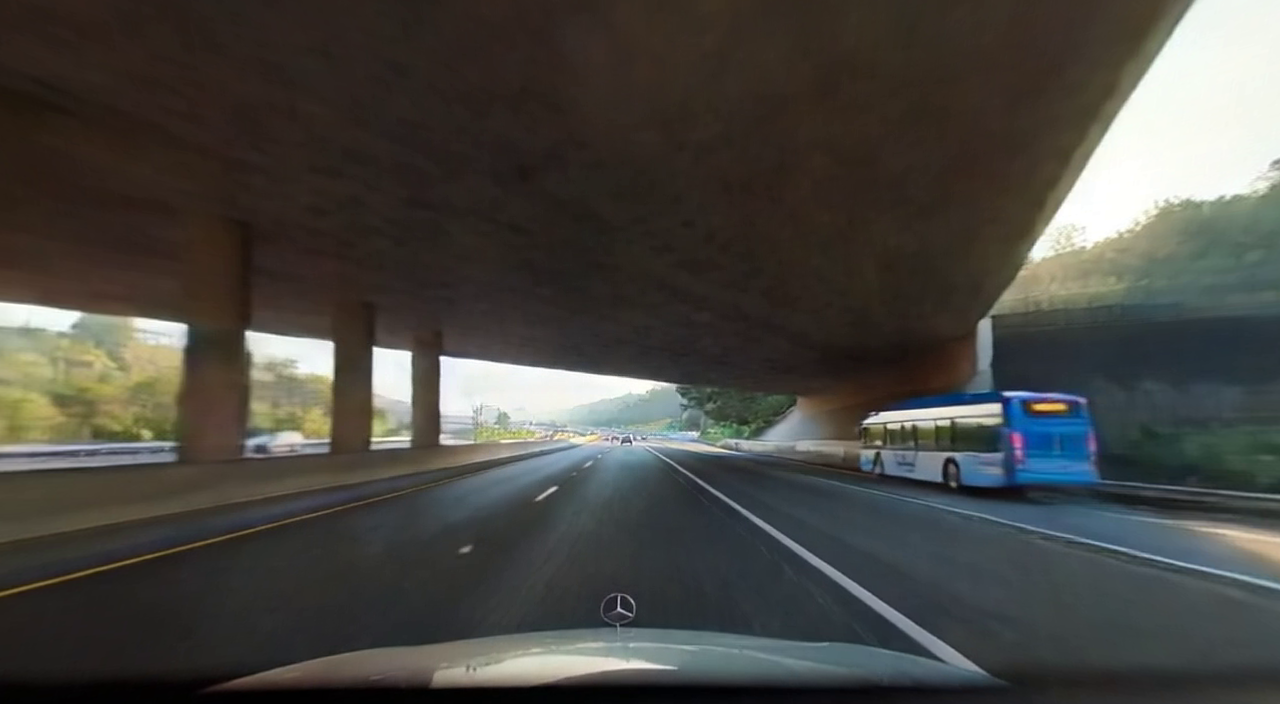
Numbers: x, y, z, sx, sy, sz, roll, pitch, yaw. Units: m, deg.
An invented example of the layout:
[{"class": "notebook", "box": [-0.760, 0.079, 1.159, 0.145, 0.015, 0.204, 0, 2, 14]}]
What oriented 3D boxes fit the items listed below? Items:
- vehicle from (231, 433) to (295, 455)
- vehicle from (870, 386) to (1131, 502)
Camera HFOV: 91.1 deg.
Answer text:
[{"class": "vehicle", "box": [-26.359, 6.427, 44.085, 1.805, 1.425, 4.525, 0, -8, -2]}, {"class": "vehicle", "box": [12.407, 3.399, 23.902, 3.009, 3.265, 12.098, 0, -8, 1]}]
